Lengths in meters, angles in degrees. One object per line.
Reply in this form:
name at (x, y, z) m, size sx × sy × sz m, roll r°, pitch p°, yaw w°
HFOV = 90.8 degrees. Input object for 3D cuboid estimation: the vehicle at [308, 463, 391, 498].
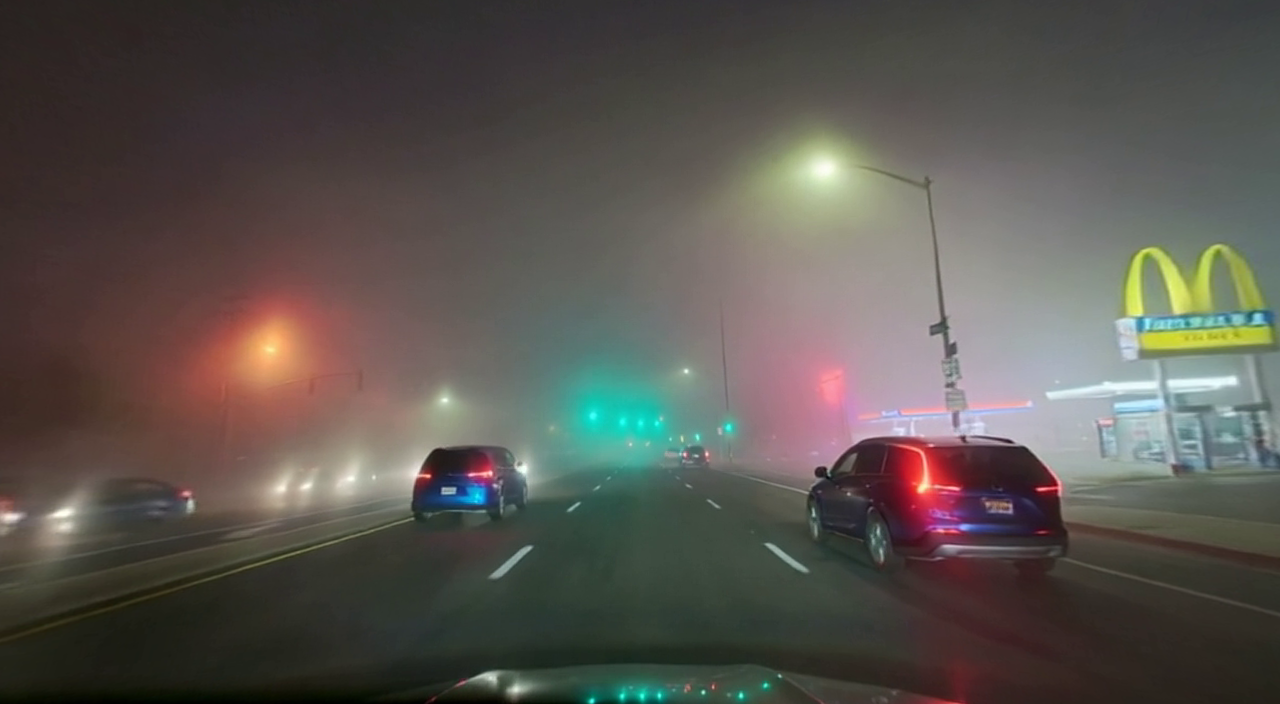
vehicle at (-14.161, 6.261, 31.156) m, size 1.861 × 1.472 × 4.543 m, roll 0°, pitch -9°, yaw 1°

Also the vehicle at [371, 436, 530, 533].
vehicle at (-3.572, 2.563, 12.816) m, size 1.935 × 1.617 × 4.045 m, roll 0°, pitch -9°, yaw 0°

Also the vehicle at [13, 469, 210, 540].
vehicle at (-14.178, 4.058, 17.337) m, size 1.851 × 1.540 × 4.025 m, roll 0°, pitch -9°, yaw 1°

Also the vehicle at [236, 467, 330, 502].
vehicle at (-17.666, 6.555, 31.563) m, size 1.968 × 1.476 × 4.598 m, roll 0°, pitch -9°, yaw 1°

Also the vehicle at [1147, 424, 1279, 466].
vehicle at (23.015, 3.746, 25.326) m, size 1.821 × 1.516 × 4.163 m, roll 1°, pitch -8°, yaw -2°

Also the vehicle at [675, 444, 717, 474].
vehicle at (3.329, 6.444, 38.308) m, size 2.066 × 1.699 × 4.419 m, roll 0°, pitch -9°, yaw -1°

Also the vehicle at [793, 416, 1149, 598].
vehicle at (3.617, 1.769, 8.146) m, size 2.085 × 1.655 × 4.459 m, roll 0°, pitch -9°, yaw -1°
